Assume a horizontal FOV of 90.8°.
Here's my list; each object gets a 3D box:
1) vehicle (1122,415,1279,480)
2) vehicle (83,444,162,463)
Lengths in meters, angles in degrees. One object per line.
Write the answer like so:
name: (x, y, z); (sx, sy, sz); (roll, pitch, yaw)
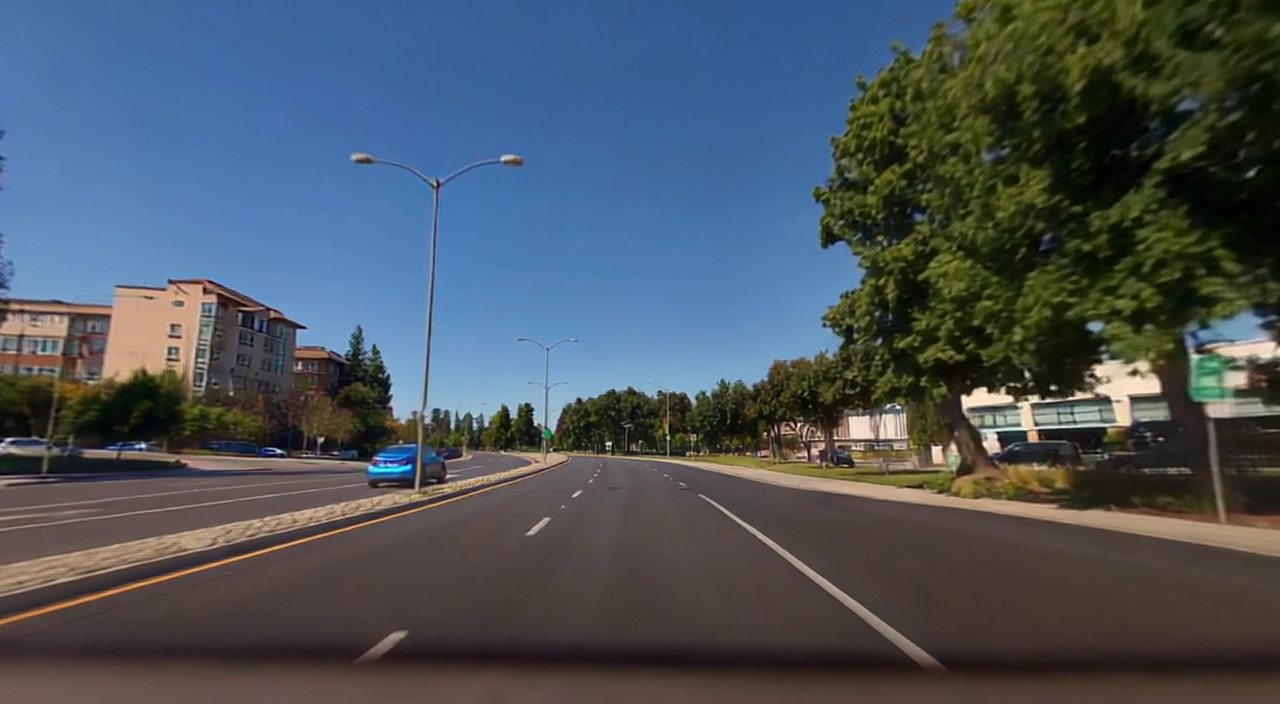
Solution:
vehicle: (37.228, 5.788, 38.267); (3.455, 3.683, 12.209); (4, -10, -25)
vehicle: (-38.420, 7.538, 47.007); (4.162, 1.246, 1.739); (2, -9, -23)
